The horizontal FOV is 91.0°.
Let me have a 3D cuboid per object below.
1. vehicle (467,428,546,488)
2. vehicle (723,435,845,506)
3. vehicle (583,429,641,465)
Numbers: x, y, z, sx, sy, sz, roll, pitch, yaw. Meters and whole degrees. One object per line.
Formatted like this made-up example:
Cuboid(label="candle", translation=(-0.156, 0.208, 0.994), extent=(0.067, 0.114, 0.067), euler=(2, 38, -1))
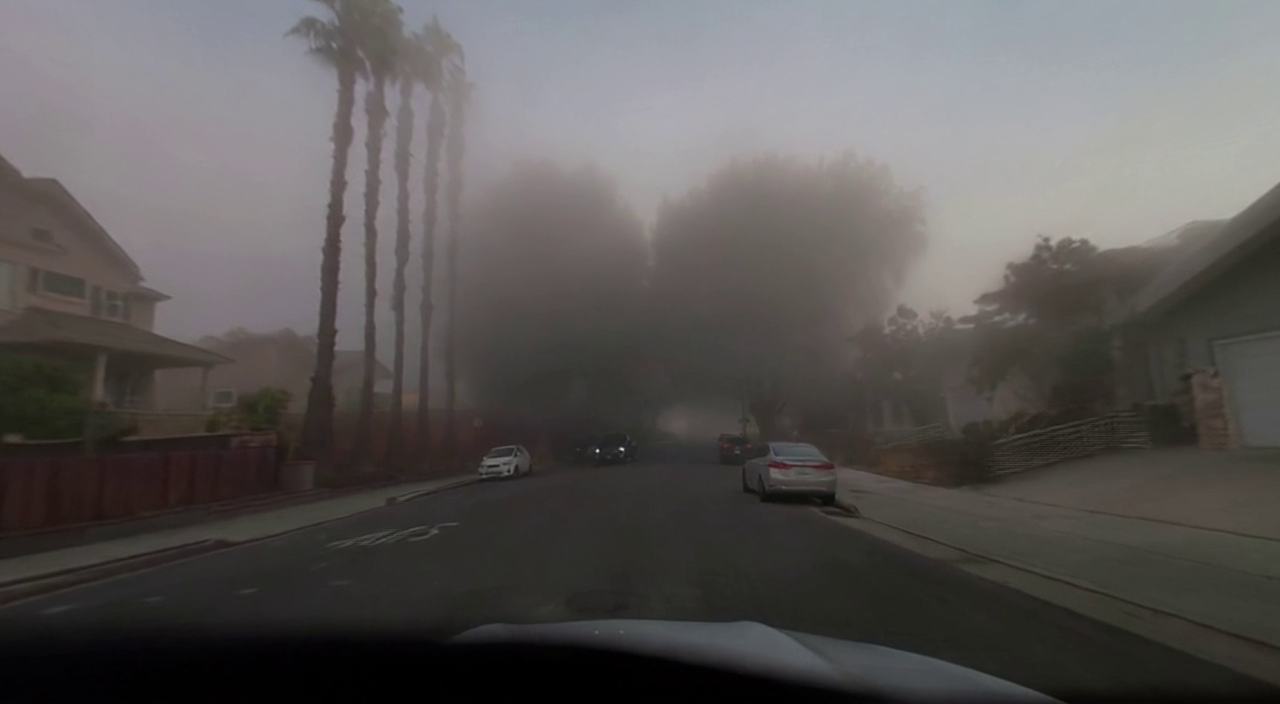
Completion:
Cuboid(label="vehicle", translation=(-5.990, 4.982, 28.965), extent=(2.053, 1.713, 4.850), euler=(-4, -21, 6))
Cuboid(label="vehicle", translation=(3.362, 2.840, 15.585), extent=(1.942, 1.465, 4.123), euler=(-1, -8, -1))
Cuboid(label="vehicle", translation=(-1.464, 5.268, 34.931), extent=(2.305, 1.781, 4.834), euler=(-2, -8, 8))
